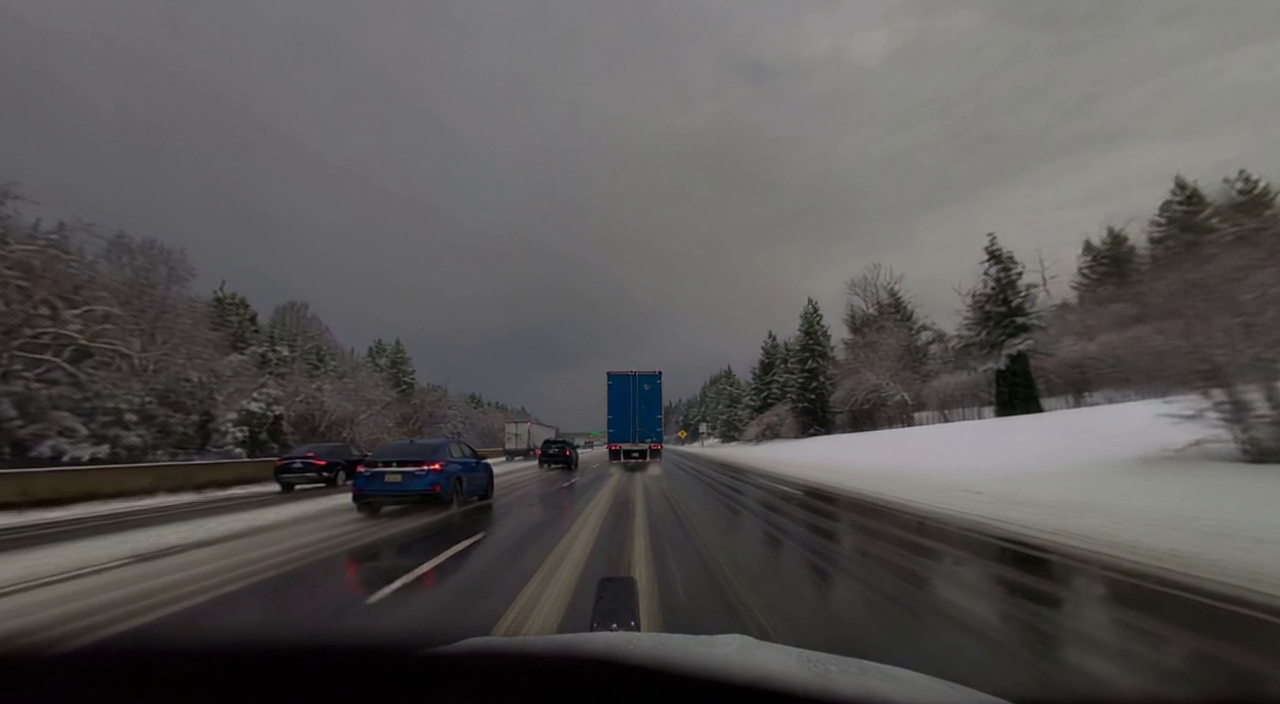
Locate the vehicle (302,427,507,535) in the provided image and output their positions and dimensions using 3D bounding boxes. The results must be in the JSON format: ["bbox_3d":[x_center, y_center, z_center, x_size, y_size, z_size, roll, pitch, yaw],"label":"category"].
[{"bbox_3d":[-3.962,2.226,11.480,2.164,1.582,3.979,0,-8,0],"label":"vehicle"}]

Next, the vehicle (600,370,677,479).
[{"bbox_3d":[-0.219,3.499,29.359,2.913,4.113,10.724,0,-8,-2],"label":"vehicle"}]

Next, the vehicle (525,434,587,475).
[{"bbox_3d":[-3.653,4.548,28.137,2.158,1.680,4.087,0,-8,0],"label":"vehicle"}]
